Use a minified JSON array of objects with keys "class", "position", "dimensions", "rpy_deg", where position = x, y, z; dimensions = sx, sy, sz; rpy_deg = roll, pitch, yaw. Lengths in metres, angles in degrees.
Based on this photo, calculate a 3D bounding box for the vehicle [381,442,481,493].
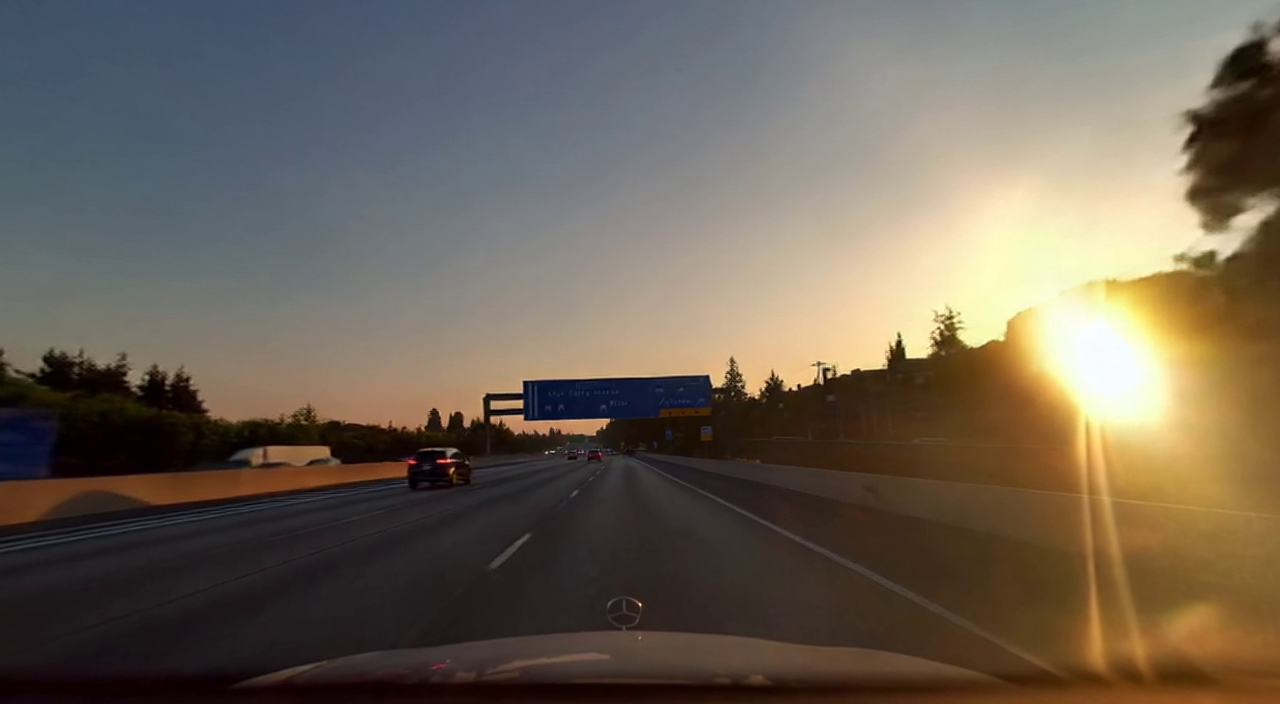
[{"class":"vehicle","position":[-7.157,4.000,22.152],"dimensions":[2.098,1.606,4.227],"rpy_deg":[0,-9,-1]}]
